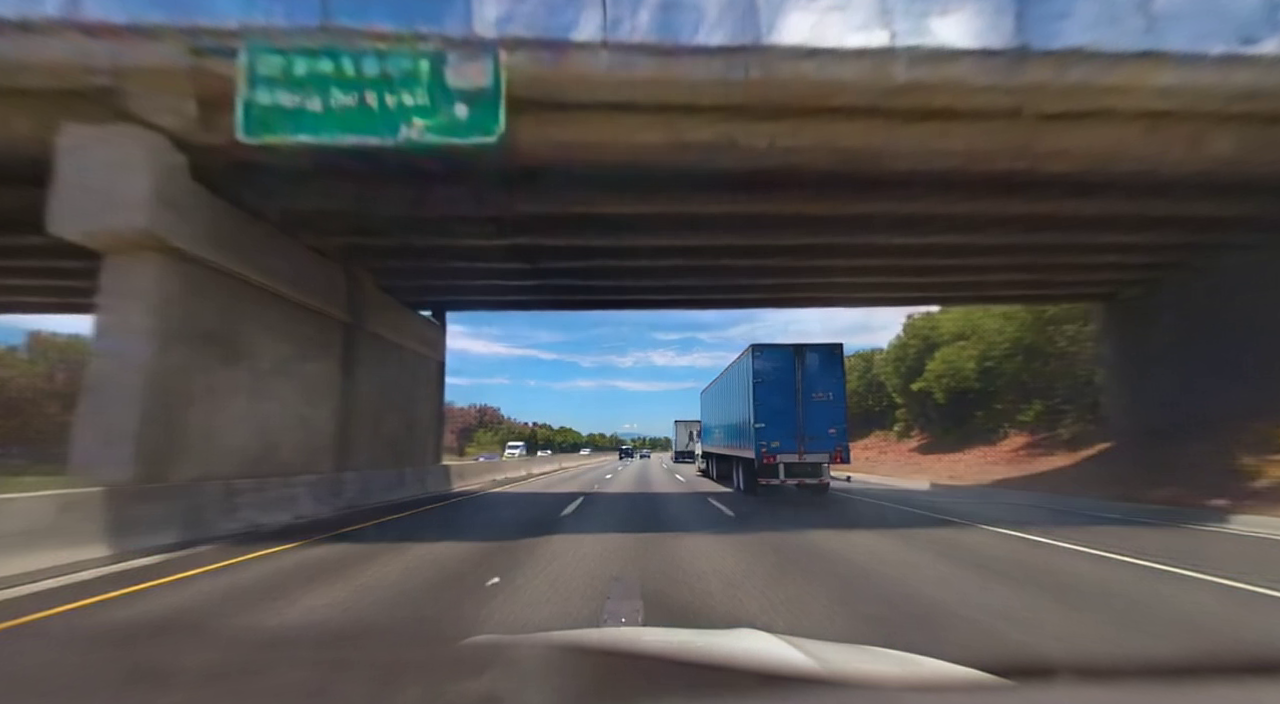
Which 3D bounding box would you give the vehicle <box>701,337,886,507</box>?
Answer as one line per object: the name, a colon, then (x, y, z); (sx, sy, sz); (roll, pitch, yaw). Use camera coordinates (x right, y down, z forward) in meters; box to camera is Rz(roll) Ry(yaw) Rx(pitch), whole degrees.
vehicle: (4.309, 2.724, 22.112); (2.825, 4.054, 14.210); (0, -9, 0)
